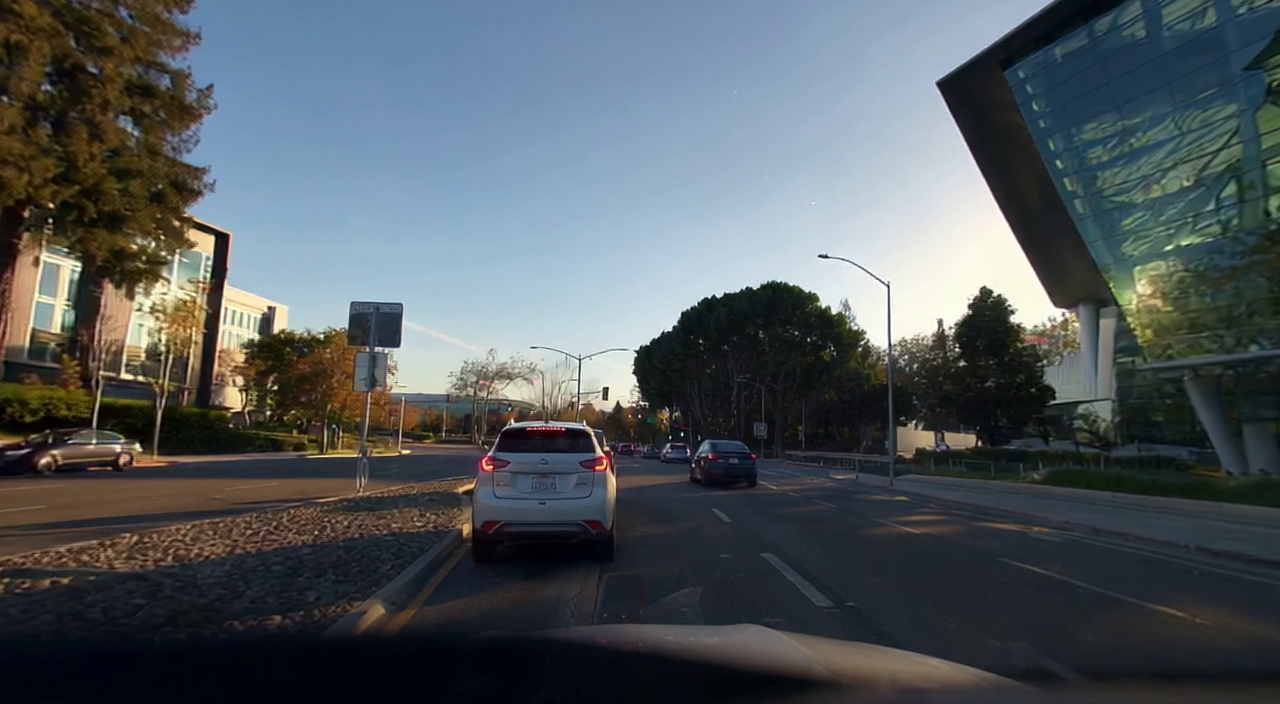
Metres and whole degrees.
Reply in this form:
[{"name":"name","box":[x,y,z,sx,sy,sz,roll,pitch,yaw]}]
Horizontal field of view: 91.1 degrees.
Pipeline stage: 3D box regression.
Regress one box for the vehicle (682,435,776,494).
[{"name":"vehicle","box":[3.019,3.938,22.426,2.301,1.716,4.856,4,-9,-4]}]

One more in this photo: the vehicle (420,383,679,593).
[{"name":"vehicle","box":[-1.140,1.557,8.104,2.275,1.819,4.883,1,-9,-9]}]

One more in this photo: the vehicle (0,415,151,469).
[{"name":"vehicle","box":[-18.844,2.954,20.440,1.911,1.542,4.748,0,-8,1]}]
